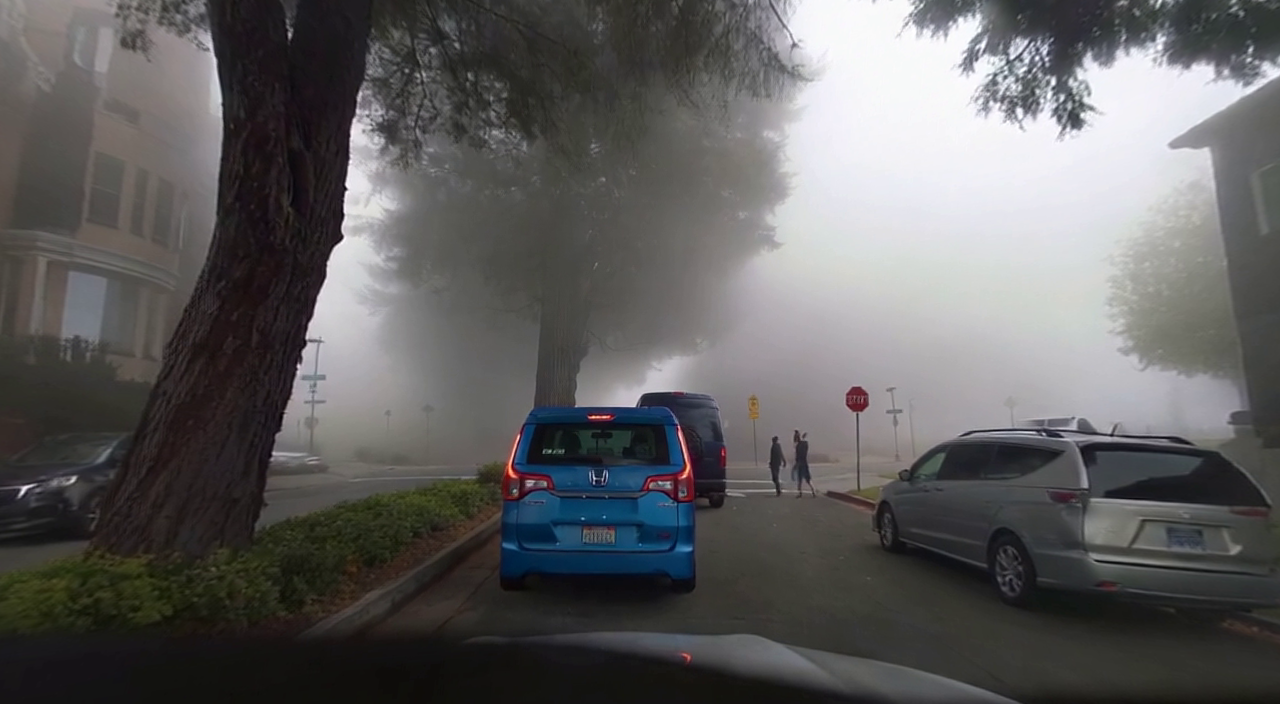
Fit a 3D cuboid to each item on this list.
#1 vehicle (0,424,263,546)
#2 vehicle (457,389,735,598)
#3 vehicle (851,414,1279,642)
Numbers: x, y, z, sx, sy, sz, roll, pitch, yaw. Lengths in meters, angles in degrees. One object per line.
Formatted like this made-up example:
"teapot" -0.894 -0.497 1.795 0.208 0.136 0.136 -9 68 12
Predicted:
"vehicle" -8.297 1.993 10.188 1.825 1.532 4.083 -3 -7 1
"vehicle" -0.397 1.563 7.817 2.377 1.787 4.652 0 -8 -1
"vehicle" 4.214 1.665 7.054 1.959 1.581 4.731 4 -9 -2
